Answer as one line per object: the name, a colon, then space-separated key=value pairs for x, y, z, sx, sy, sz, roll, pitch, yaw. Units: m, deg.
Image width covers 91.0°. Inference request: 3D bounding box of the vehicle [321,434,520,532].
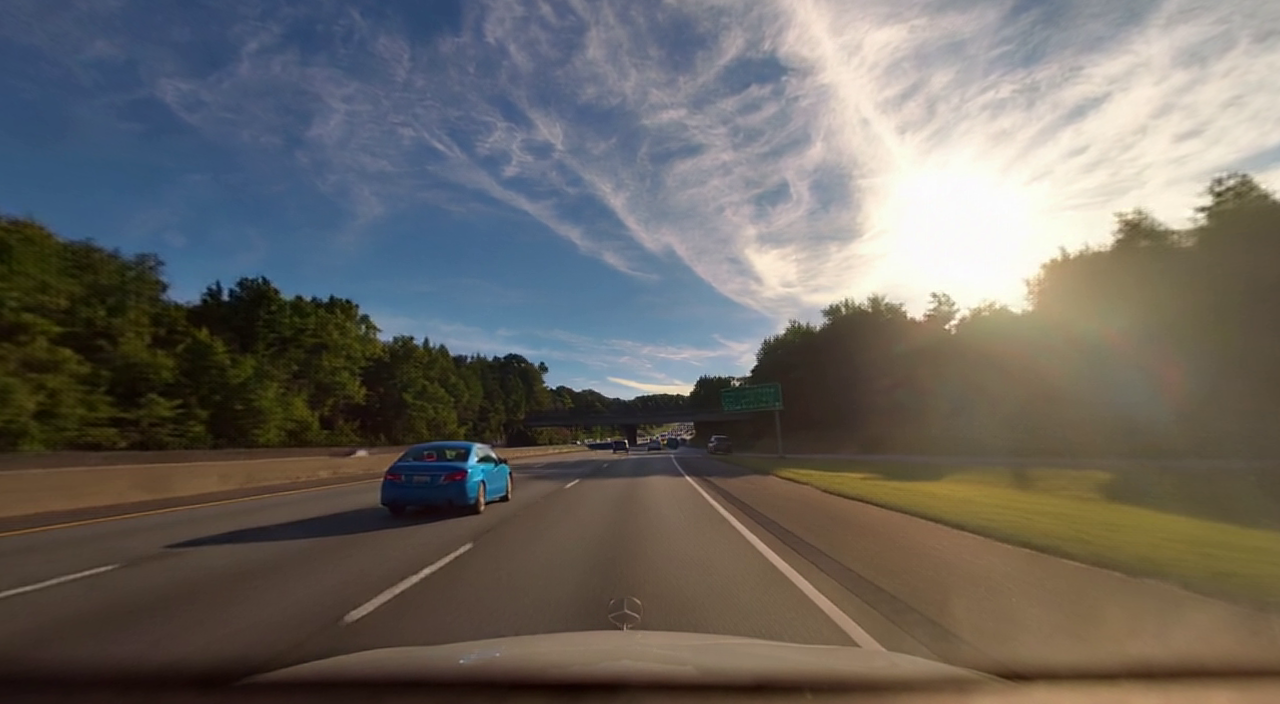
vehicle: x=-3.745 y=2.302 z=11.762 sx=1.996 sy=1.454 sz=4.495 roll=0 pitch=-8 yaw=2
